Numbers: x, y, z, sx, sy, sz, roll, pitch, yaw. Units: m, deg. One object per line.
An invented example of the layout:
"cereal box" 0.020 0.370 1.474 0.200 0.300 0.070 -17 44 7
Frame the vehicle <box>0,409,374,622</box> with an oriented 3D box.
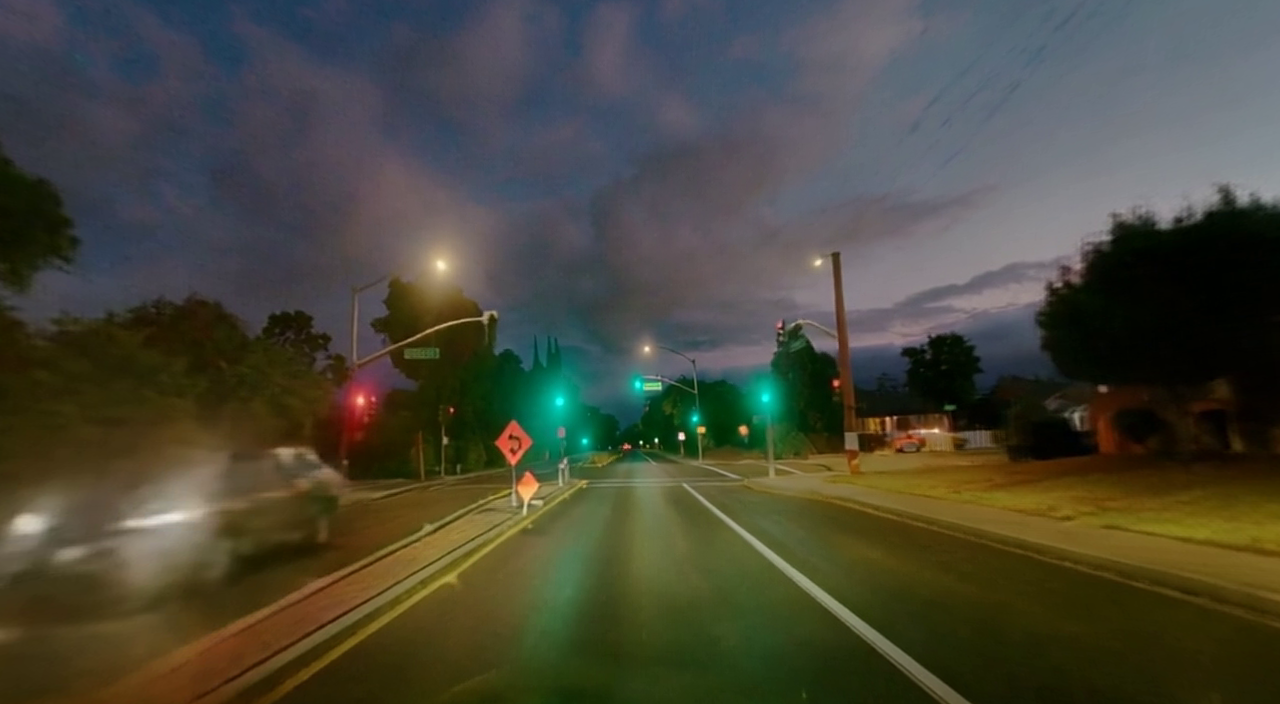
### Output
"vehicle" -5.567 1.825 8.133 2.240 1.879 4.847 0 -9 -1
